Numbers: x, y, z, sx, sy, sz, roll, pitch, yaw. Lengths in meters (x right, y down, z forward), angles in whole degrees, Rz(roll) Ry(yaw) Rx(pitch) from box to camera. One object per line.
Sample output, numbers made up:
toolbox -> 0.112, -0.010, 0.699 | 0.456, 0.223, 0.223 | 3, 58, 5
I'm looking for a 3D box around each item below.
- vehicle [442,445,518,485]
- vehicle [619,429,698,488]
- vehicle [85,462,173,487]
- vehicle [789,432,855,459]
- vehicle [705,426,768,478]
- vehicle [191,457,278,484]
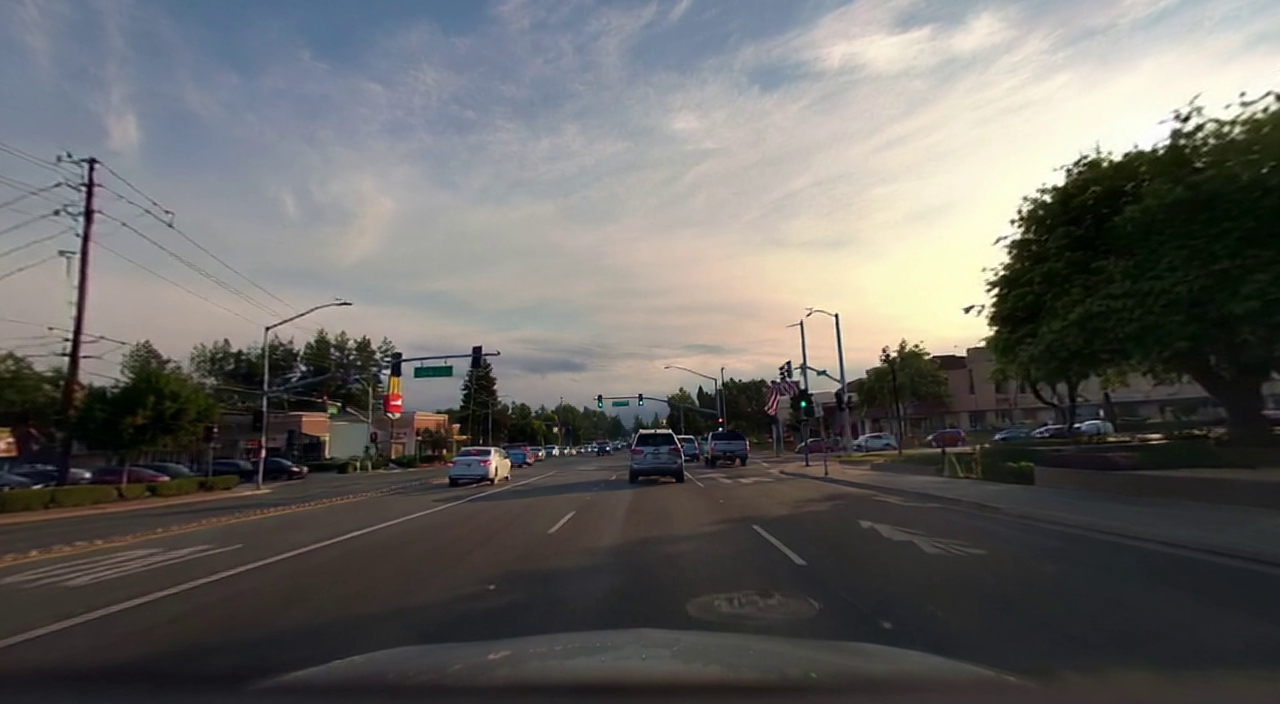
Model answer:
vehicle -> -6.495, 4.626, 26.169 | 1.966, 1.461, 4.422 | 0, -9, 1
vehicle -> 0.593, 3.788, 22.821 | 2.513, 1.854, 5.235 | 0, -9, 0
vehicle -> -37.694, 9.031, 46.591 | 4.839, 1.742, 1.993 | -1, -8, 4
vehicle -> 12.622, 6.489, 43.608 | 4.386, 1.760, 2.228 | 7, -11, -38
vehicle -> 4.319, 4.597, 29.203 | 2.452, 2.148, 5.877 | -1, -9, 5
vehicle -> -29.666, 8.666, 46.227 | 4.890, 1.806, 2.205 | 0, -9, 2
